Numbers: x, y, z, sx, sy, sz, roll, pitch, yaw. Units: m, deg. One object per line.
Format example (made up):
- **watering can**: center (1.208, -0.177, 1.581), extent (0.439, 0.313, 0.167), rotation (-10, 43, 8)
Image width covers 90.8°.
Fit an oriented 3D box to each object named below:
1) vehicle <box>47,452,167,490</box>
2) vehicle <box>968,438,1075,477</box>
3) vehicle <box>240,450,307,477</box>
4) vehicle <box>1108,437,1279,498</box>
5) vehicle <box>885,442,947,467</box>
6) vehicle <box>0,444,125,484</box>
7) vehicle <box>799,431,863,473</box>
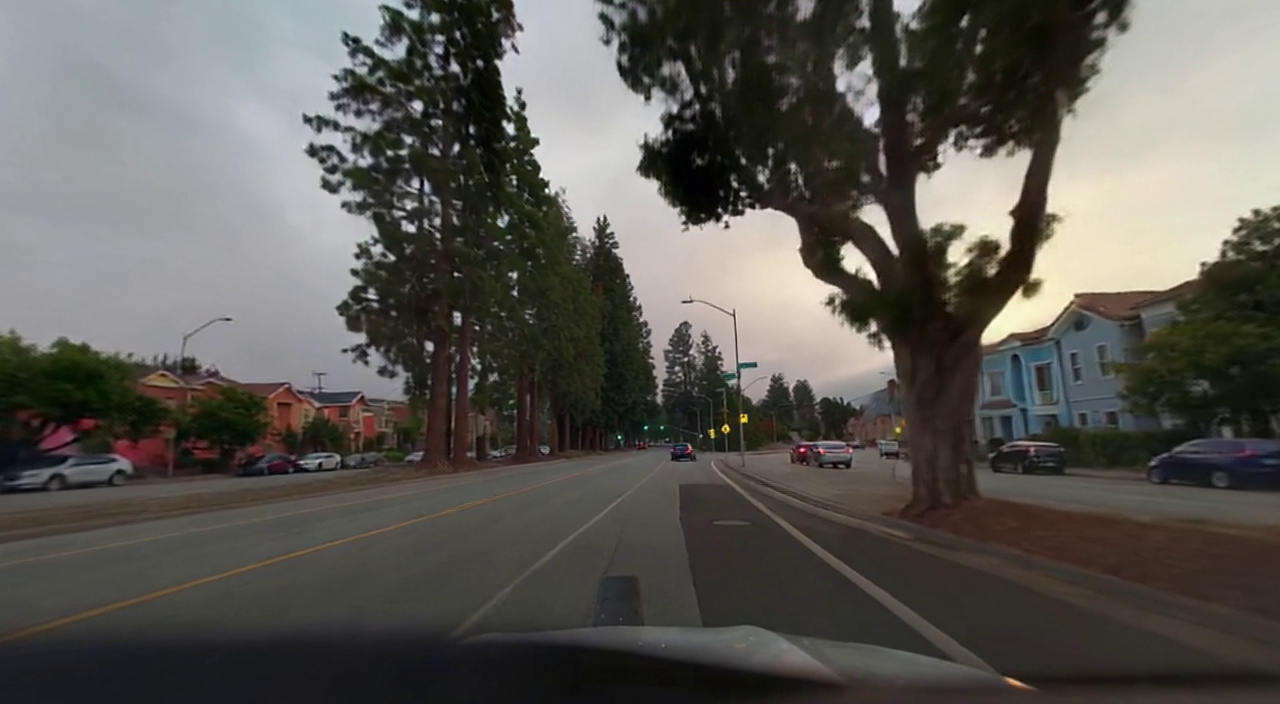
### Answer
- **vehicle**: center (-27.799, 6.200, 33.211), extent (2.032, 1.799, 4.636), rotation (-1, -8, 4)
- **vehicle**: center (16.497, 4.564, 27.638), extent (1.940, 1.556, 4.542), rotation (-1, -8, 2)
- **vehicle**: center (-26.703, 8.187, 46.206), extent (1.983, 1.691, 4.336), rotation (-4, -13, 4)
- **vehicle**: center (16.355, 3.276, 18.401), extent (1.945, 1.531, 4.589), rotation (0, -8, 0)
- **vehicle**: center (17.341, 6.446, 39.940), extent (1.969, 1.465, 4.930), rotation (-1, -8, 4)
- **vehicle**: center (-33.329, 6.334, 35.979), extent (5.871, 2.184, 2.518), rotation (-1, -8, 5)
- **vehicle**: center (10.121, 5.443, 33.867), extent (1.923, 1.741, 4.683), rotation (-4, -13, 0)
